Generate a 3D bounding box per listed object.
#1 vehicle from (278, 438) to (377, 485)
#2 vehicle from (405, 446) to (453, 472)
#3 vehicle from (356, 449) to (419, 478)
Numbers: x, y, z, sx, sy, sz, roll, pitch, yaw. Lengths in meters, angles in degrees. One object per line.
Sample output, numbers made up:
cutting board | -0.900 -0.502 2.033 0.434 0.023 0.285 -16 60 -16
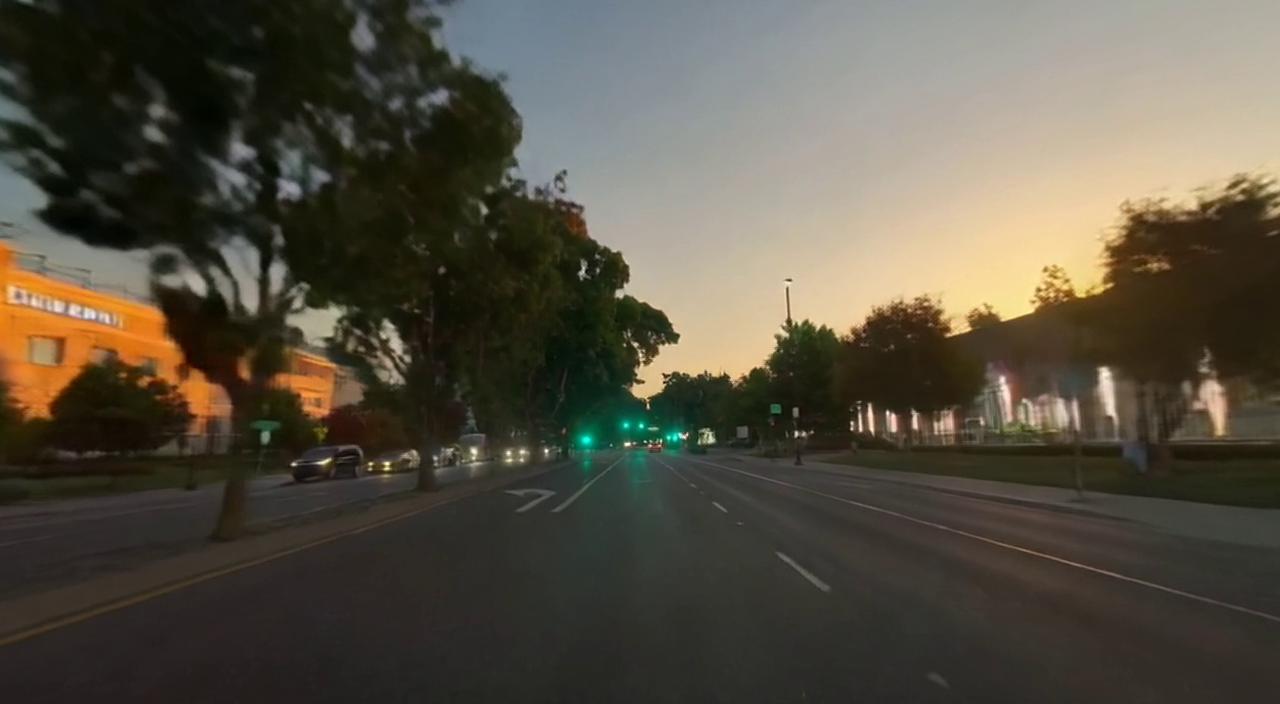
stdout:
vehicle | -15.524 5.478 31.773 2.246 2.081 5.416 -2 -9 -1
vehicle | -15.370 7.784 46.260 1.989 1.747 5.019 -1 -8 -3
vehicle | -15.436 6.791 38.902 1.892 1.624 4.645 0 -8 0
